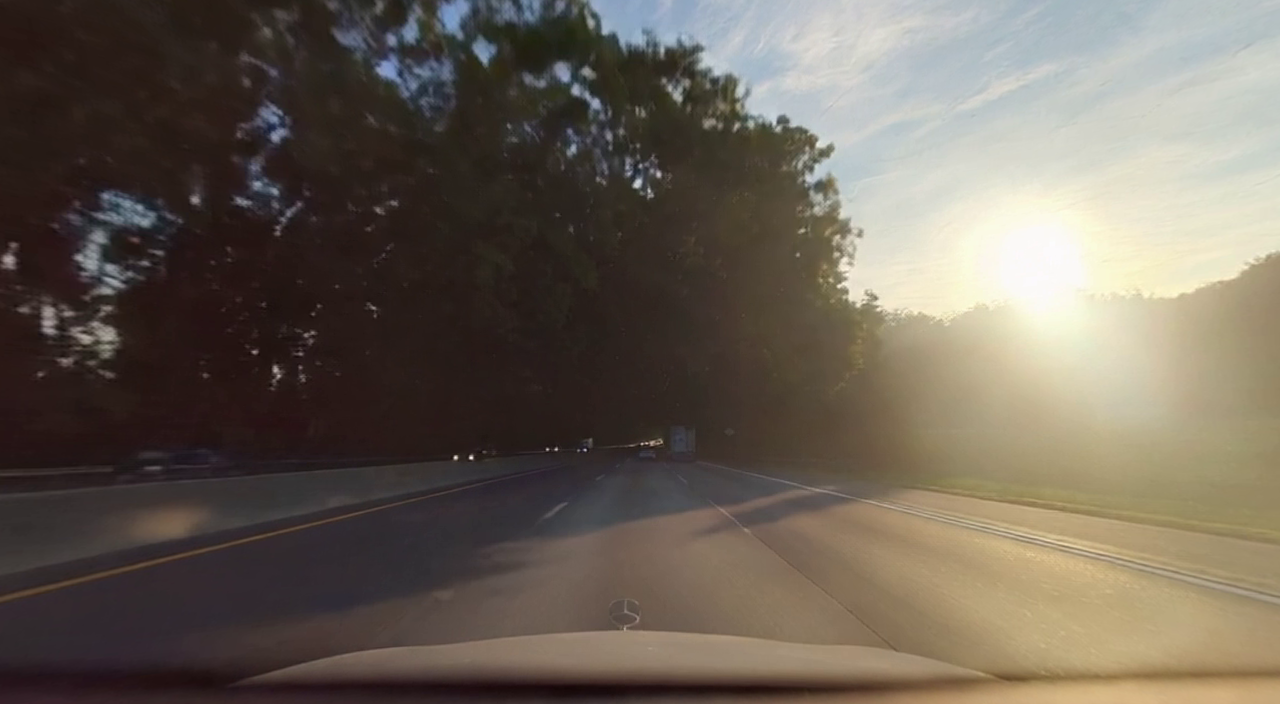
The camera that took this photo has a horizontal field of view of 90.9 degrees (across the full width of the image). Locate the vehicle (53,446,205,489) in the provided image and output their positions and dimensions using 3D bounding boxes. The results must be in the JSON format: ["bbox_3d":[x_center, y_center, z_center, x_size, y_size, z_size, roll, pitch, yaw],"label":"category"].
[{"bbox_3d":[-18.876,4.274,23.597,2.001,1.450,4.330,0,-9,1],"label":"vehicle"}]

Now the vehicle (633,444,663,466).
[{"bbox_3d":[0.564,7.396,45.329,2.023,1.434,4.236,0,-9,1],"label":"vehicle"}]
